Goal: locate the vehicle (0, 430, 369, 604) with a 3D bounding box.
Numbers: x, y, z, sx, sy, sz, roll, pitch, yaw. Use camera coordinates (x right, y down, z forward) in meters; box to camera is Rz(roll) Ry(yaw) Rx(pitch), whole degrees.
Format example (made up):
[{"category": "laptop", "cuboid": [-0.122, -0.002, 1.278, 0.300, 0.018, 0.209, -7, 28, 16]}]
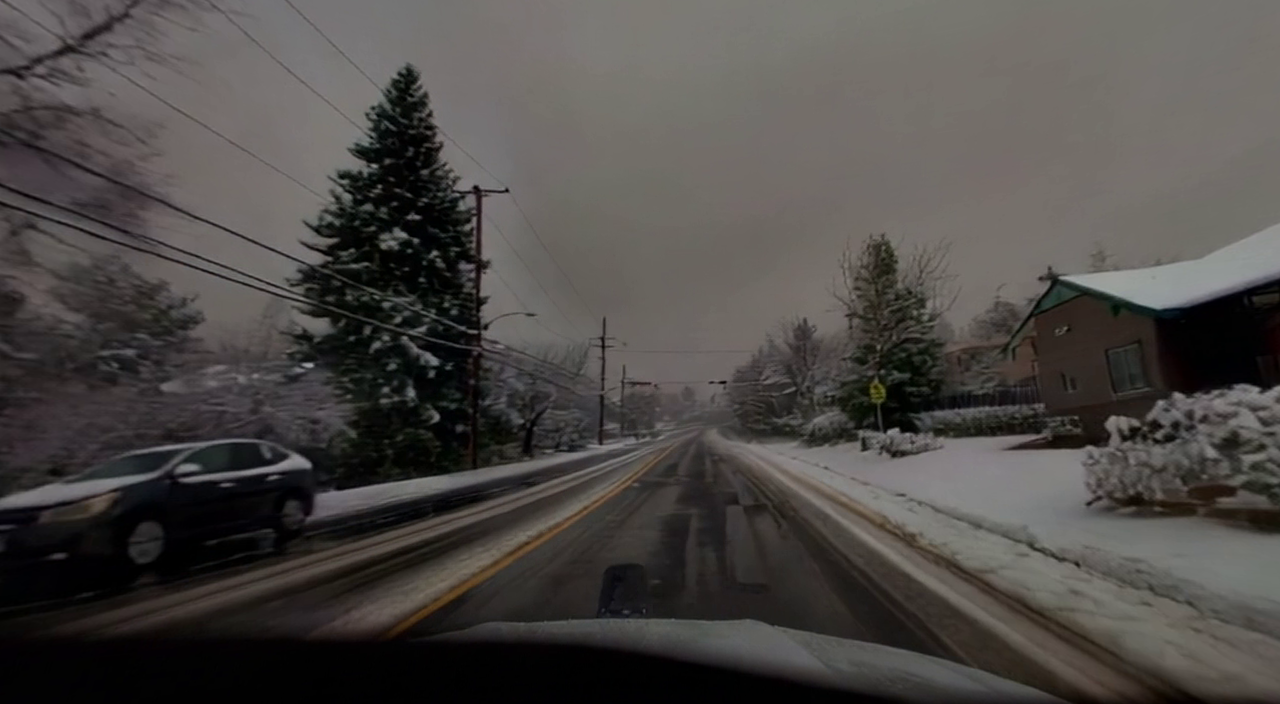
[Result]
[{"category": "vehicle", "cuboid": [-6.077, 1.931, 8.609, 2.032, 1.595, 5.289, -1, -8, 5]}]
